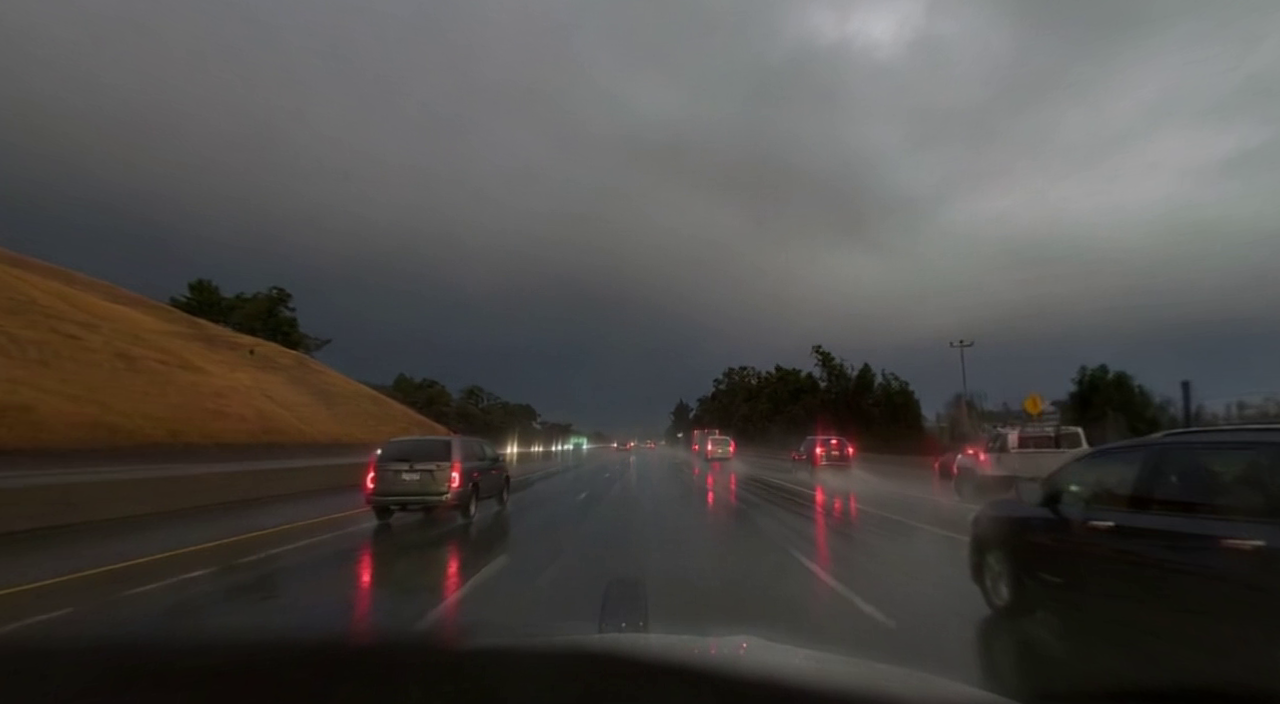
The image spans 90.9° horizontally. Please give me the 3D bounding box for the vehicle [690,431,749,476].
[{"bbox_3d":[3.615,4.741,29.707,2.121,1.925,5.056,0,-8,0],"label":"vehicle"}]

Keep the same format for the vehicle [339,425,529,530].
[{"bbox_3d":[-3.721,2.352,12.422,2.166,1.672,4.388,-1,-8,1],"label":"vehicle"}]

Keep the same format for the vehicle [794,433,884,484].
[{"bbox_3d":[7.413,4.003,24.005,1.998,1.717,4.338,0,-8,0],"label":"vehicle"}]

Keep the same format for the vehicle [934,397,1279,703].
[{"bbox_3d":[3.443,1.020,3.111,1.941,1.481,4.300,0,-8,1],"label":"vehicle"}]
